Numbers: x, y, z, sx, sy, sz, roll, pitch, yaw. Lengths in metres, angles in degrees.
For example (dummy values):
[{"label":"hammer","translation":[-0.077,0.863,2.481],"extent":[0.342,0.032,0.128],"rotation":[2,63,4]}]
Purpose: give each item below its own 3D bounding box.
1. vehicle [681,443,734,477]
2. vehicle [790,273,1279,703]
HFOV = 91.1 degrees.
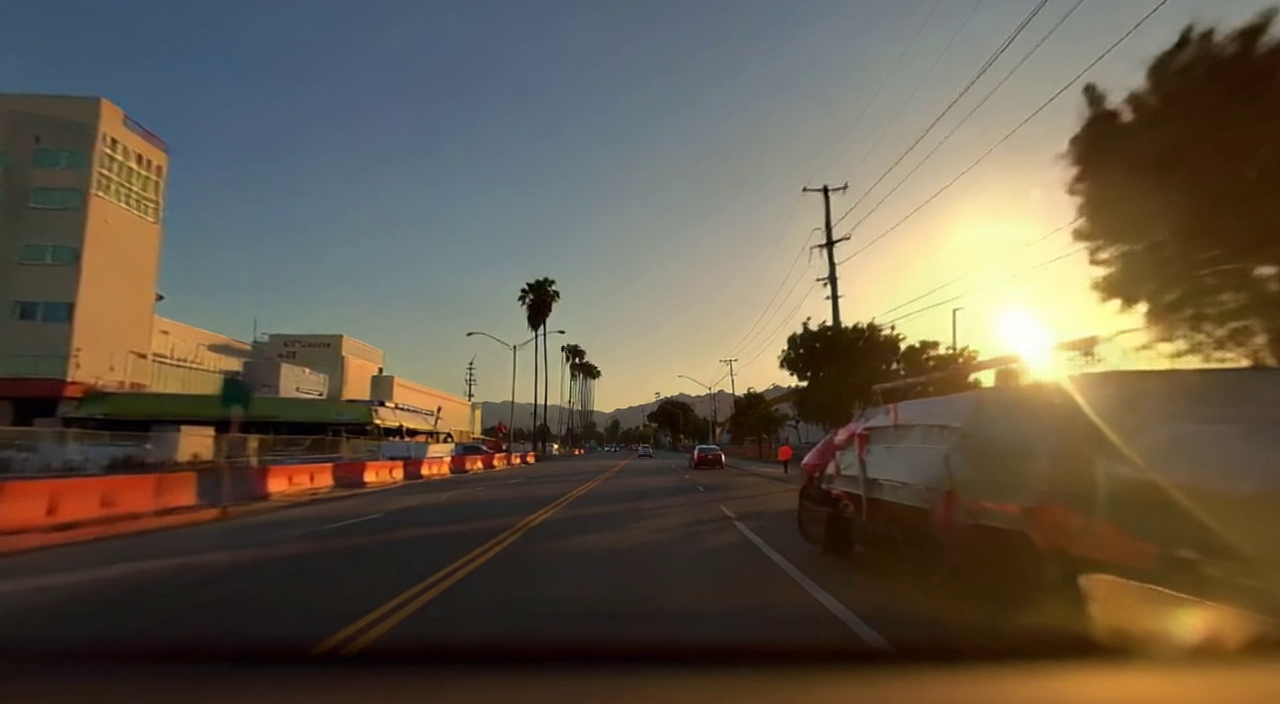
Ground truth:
[{"label":"vehicle","translation":[3.312,5.370,31.670],"extent":[2.148,1.562,4.642],"rotation":[0,-8,0]},{"label":"vehicle","translation":[3.059,1.092,4.956],"extent":[2.386,1.970,5.665],"rotation":[0,-8,1]}]
